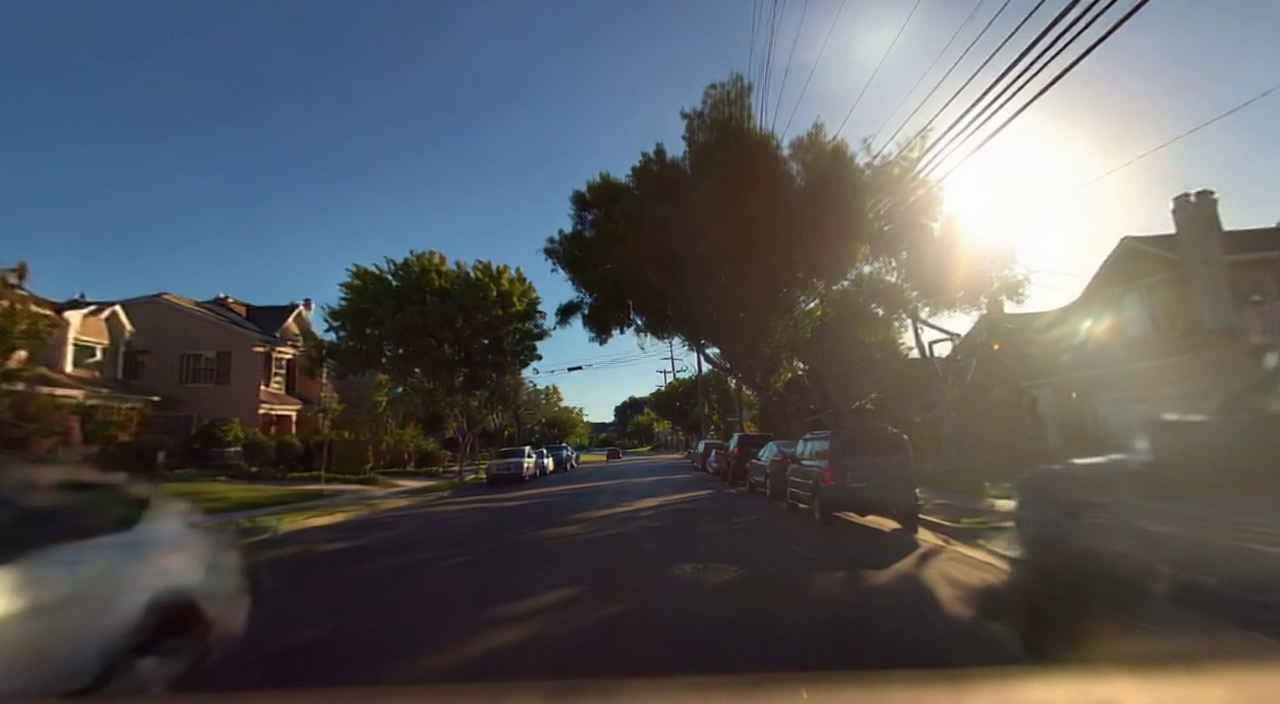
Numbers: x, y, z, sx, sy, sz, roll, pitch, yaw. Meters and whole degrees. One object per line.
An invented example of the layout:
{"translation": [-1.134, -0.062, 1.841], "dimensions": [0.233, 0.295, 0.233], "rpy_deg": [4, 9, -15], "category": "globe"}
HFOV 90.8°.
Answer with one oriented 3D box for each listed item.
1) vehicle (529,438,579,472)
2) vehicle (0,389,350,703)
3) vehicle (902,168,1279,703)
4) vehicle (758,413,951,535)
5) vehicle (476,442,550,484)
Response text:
{"translation": [-5.670, 6.880, 42.468], "dimensions": [2.455, 2.045, 6.171], "rpy_deg": [0, -9, 0], "category": "vehicle"}
{"translation": [-2.919, 0.862, 1.608], "dimensions": [2.213, 1.548, 4.370], "rpy_deg": [0, -9, 1], "category": "vehicle"}
{"translation": [2.910, 0.401, 0.825], "dimensions": [2.437, 2.015, 6.511], "rpy_deg": [0, -9, 1], "category": "vehicle"}
{"translation": [3.579, 2.133, 11.604], "dimensions": [2.012, 1.777, 4.505], "rpy_deg": [0, -9, 1], "category": "vehicle"}
{"translation": [-5.738, 5.063, 29.190], "dimensions": [2.226, 1.768, 4.780], "rpy_deg": [0, -9, 3], "category": "vehicle"}
